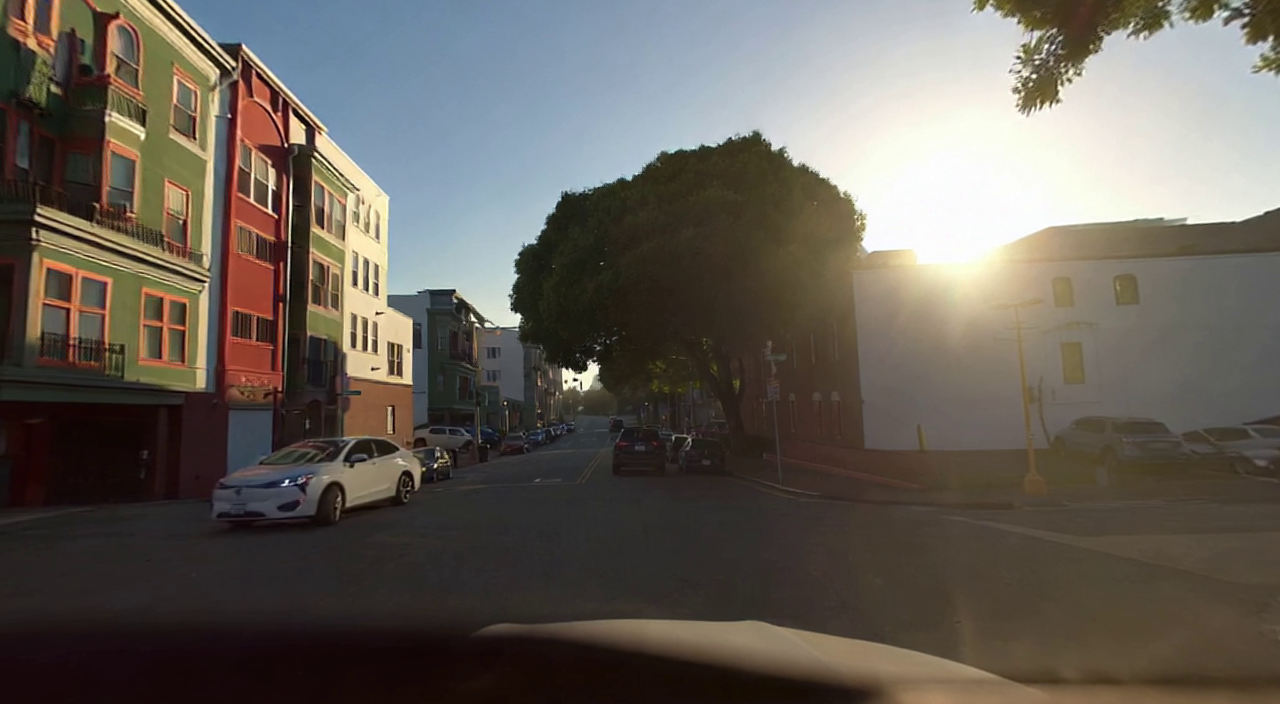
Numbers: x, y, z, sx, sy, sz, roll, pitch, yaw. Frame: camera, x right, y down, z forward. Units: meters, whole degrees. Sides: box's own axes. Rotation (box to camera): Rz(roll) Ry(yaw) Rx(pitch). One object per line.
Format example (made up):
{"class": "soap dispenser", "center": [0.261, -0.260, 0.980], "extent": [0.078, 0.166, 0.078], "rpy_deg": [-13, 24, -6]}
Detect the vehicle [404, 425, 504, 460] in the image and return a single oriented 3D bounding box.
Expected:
{"class": "vehicle", "center": [-11.443, 5.591, 38.871], "extent": [5.540, 1.950, 2.113], "rpy_deg": [4, -12, -28]}

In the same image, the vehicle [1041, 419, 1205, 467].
{"class": "vehicle", "center": [15.317, 2.916, 20.146], "extent": [3.752, 1.453, 1.709], "rpy_deg": [0, -9, 2]}

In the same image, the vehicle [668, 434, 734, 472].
{"class": "vehicle", "center": [2.476, 4.281, 26.892], "extent": [2.290, 1.456, 4.503], "rpy_deg": [0, -8, -1]}

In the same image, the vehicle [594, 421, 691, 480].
{"class": "vehicle", "center": [-0.063, 3.440, 22.163], "extent": [2.412, 1.834, 4.636], "rpy_deg": [2, -9, -13]}

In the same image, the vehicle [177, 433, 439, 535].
{"class": "vehicle", "center": [-5.638, 2.301, 11.736], "extent": [2.226, 1.465, 5.034], "rpy_deg": [0, -8, -1]}
